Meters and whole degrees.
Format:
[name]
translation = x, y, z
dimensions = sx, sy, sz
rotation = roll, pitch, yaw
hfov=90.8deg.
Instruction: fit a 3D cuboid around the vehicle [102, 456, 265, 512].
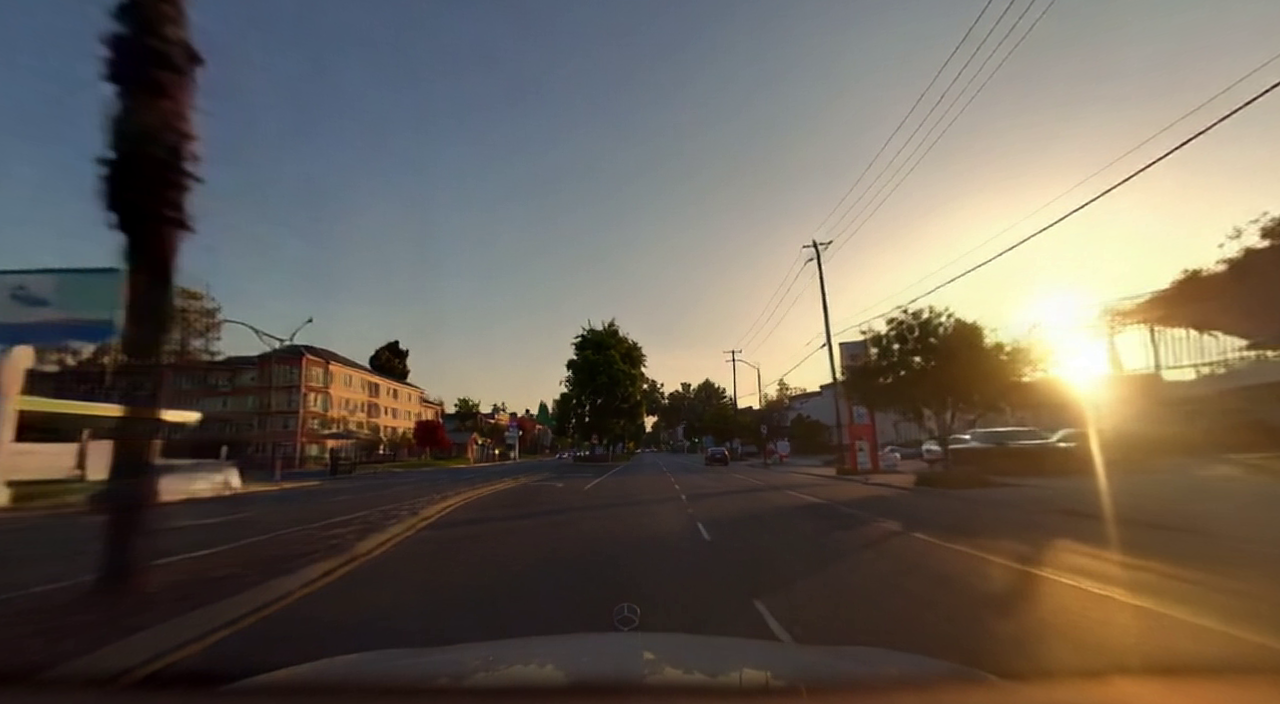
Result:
[vehicle]
translation = -14.405, 4.141, 20.357
dimensions = 1.924, 1.528, 4.416
rotation = 0, -9, 0
